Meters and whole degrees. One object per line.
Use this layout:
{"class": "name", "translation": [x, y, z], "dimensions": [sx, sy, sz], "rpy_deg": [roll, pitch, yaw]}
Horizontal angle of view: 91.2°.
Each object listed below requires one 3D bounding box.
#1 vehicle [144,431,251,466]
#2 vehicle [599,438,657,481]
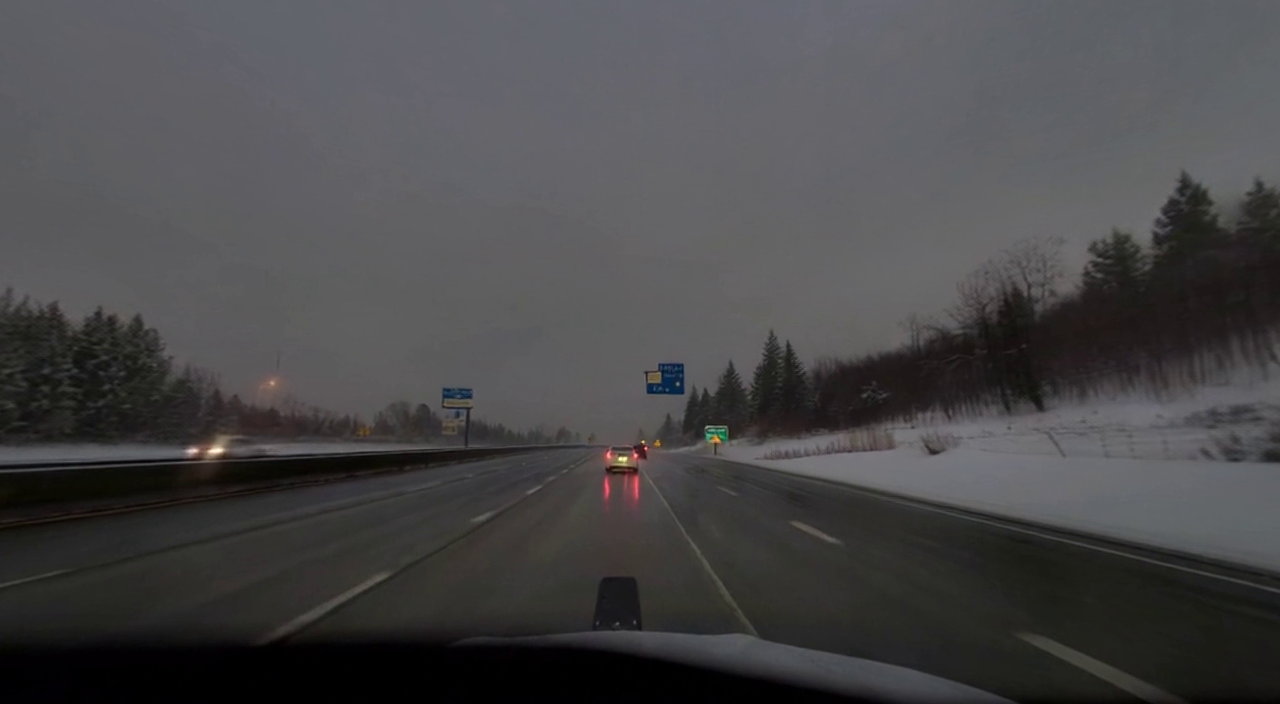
{"class": "vehicle", "translation": [-21.902, 4.839, 31.304], "dimensions": [1.957, 1.597, 4.605], "rpy_deg": [0, -9, 1]}
{"class": "vehicle", "translation": [-0.391, 4.136, 24.405], "dimensions": [2.055, 1.509, 4.255], "rpy_deg": [0, -9, 1]}
